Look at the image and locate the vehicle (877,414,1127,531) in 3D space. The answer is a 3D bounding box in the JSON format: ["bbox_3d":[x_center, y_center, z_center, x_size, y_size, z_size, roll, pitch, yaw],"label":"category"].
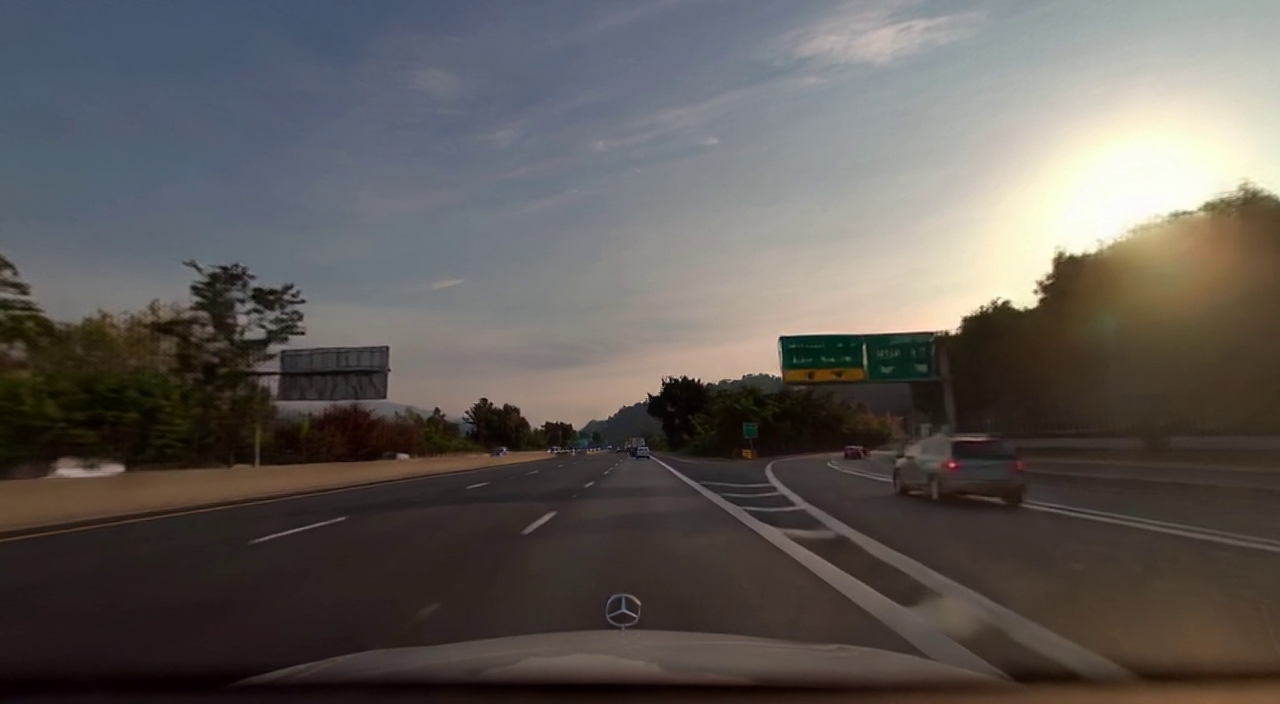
[{"bbox_3d":[6.245,2.149,11.749,2.096,1.712,4.697,-1,-9,4],"label":"vehicle"}]
